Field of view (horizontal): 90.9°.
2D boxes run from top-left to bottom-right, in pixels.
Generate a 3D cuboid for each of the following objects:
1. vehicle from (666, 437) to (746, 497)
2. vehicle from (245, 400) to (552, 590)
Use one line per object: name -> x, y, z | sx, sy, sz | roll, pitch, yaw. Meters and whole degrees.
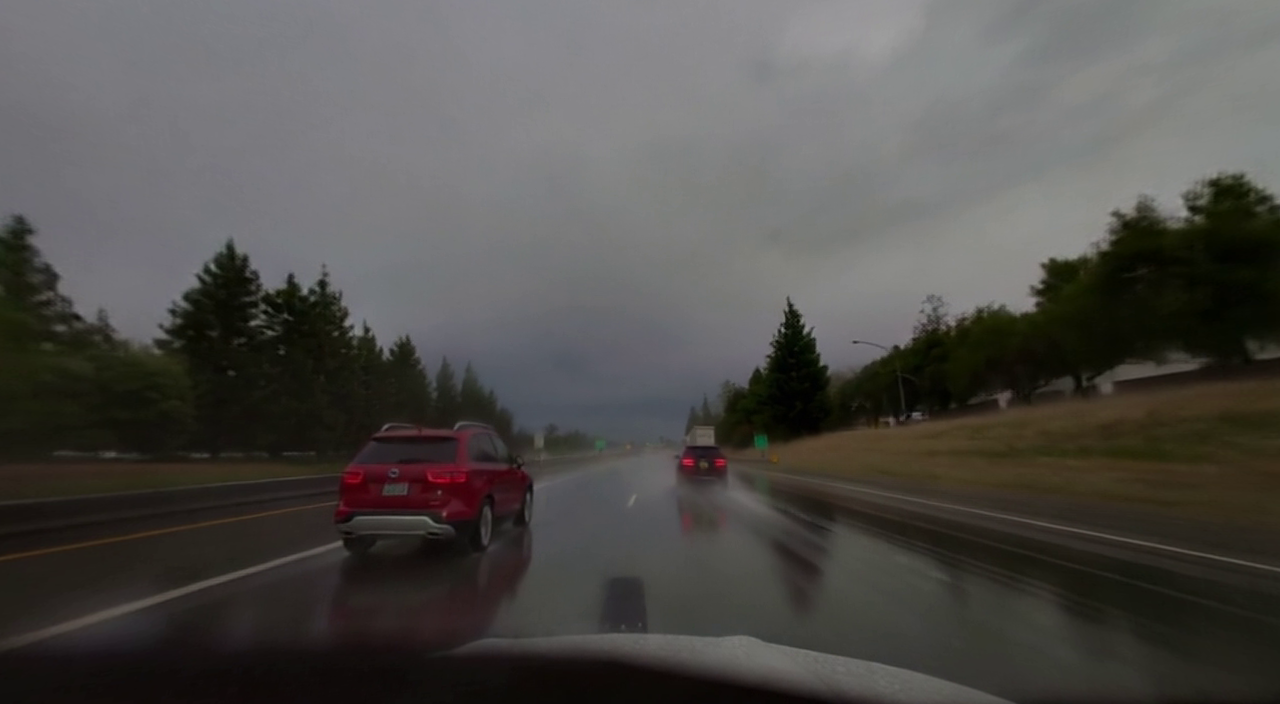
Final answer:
vehicle -> 1.977, 3.641, 20.310 | 2.087, 1.682, 4.388 | 0, -9, 0
vehicle -> -2.651, 1.737, 8.433 | 2.139, 1.804, 4.611 | -1, -9, 2
